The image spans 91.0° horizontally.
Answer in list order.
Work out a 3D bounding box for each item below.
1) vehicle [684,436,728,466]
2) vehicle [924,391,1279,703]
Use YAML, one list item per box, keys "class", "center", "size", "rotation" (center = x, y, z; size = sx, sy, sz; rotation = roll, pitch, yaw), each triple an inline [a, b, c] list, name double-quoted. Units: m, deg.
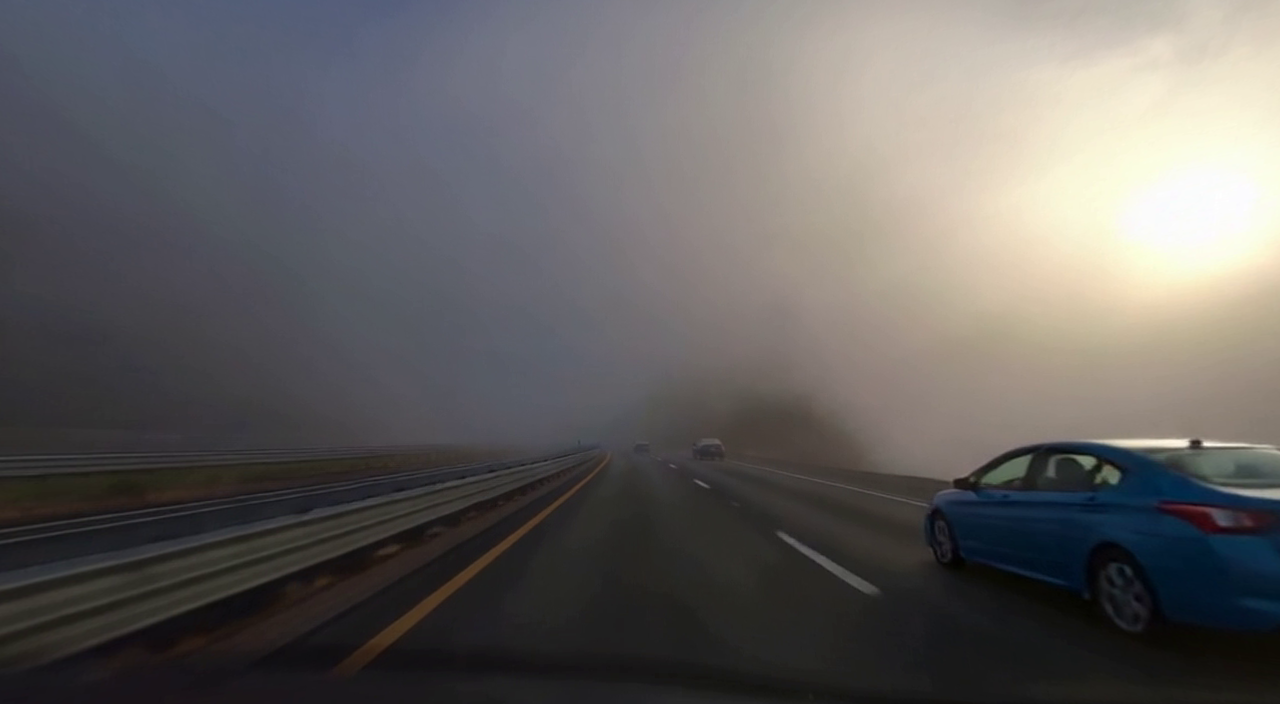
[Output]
- class: "vehicle"
  center: [3.603, 5.452, 34.867]
  size: [1.945, 1.538, 3.729]
  rotation: [0, -8, -1]
- class: "vehicle"
  center: [4.113, 1.189, 4.621]
  size: [2.072, 1.528, 4.176]
  rotation: [0, -8, 0]
